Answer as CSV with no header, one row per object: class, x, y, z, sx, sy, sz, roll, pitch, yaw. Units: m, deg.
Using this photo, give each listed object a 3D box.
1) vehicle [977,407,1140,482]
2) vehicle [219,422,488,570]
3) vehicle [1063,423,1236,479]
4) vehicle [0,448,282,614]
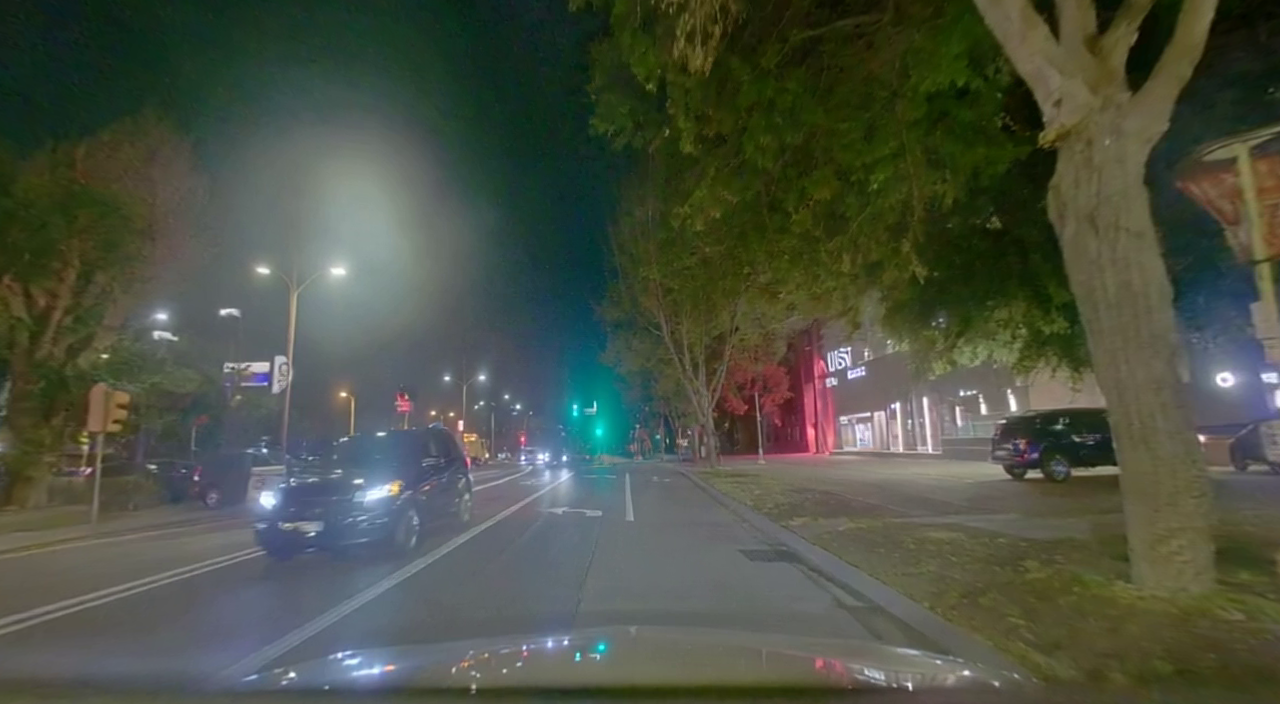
vehicle,12.690,2.878,19.609,2.112,2.050,4.327,0,-8,2
vehicle,-3.886,2.009,9.633,2.136,1.704,4.349,0,-8,-2
vehicle,15.300,3.012,19.320,1.989,1.530,4.014,0,-8,2
vehicle,-7.242,2.113,8.549,2.150,1.598,4.587,0,-8,-1
